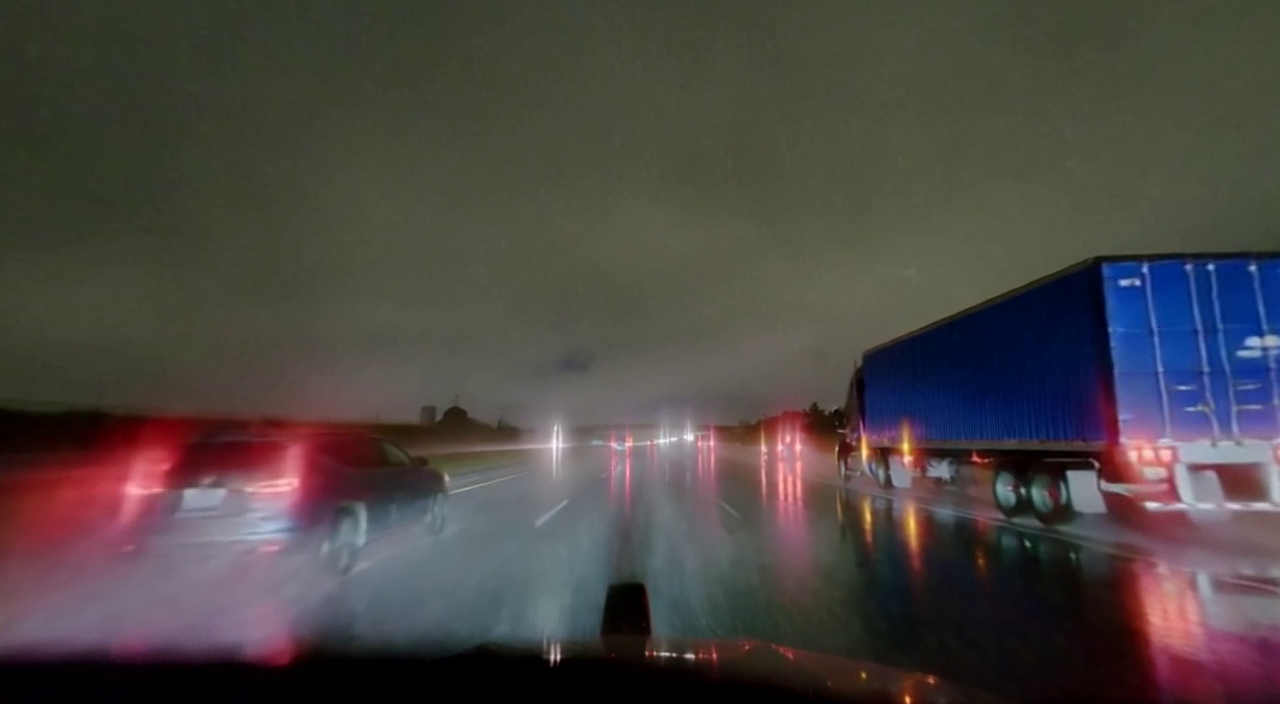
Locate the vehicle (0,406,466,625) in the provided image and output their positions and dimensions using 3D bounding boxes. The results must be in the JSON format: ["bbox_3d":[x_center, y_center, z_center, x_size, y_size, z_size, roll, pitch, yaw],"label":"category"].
[{"bbox_3d":[-3.753,1.549,7.104,2.053,1.587,4.855,0,-8,2],"label":"vehicle"}]
